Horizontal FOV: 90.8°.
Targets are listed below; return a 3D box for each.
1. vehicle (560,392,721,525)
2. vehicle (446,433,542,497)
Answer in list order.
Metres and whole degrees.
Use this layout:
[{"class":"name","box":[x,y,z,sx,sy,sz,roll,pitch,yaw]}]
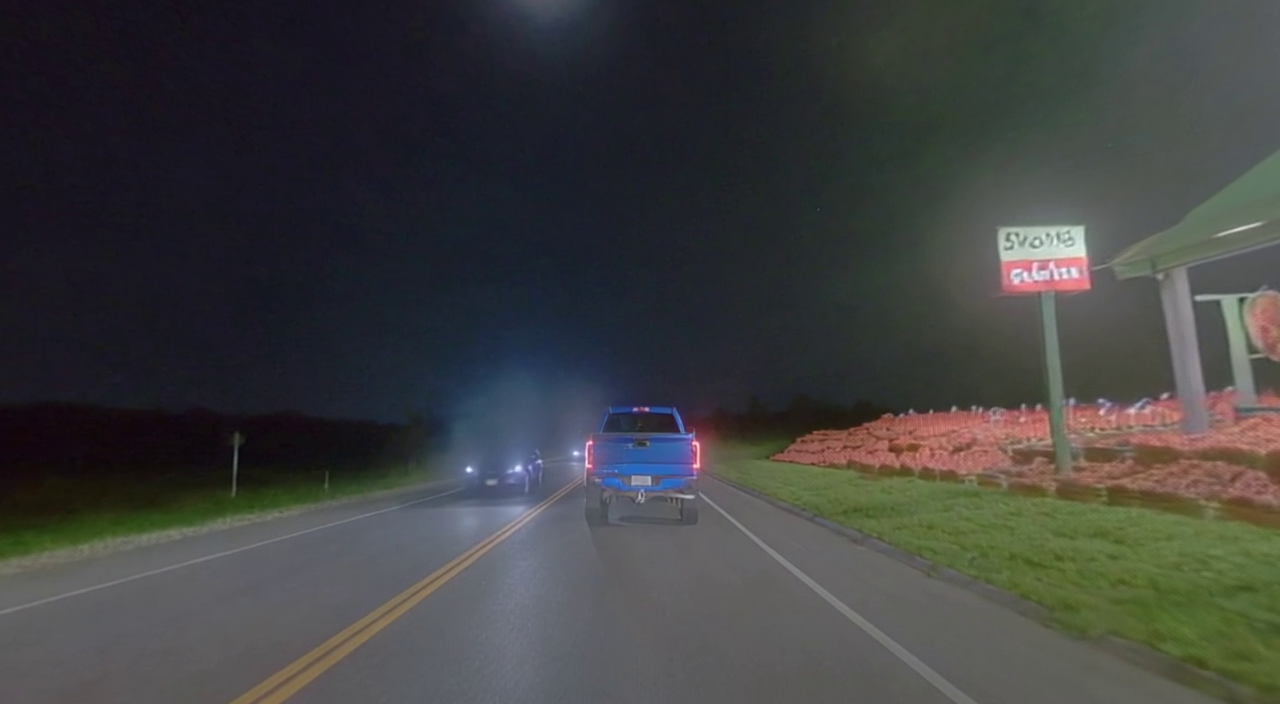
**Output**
[{"class":"vehicle","box":[-0.083,2.215,13.635,2.693,2.223,5.885,0,-8,-2]},{"class":"vehicle","box":[-4.478,3.515,20.081,2.081,1.681,4.325,-3,-8,-1]}]
